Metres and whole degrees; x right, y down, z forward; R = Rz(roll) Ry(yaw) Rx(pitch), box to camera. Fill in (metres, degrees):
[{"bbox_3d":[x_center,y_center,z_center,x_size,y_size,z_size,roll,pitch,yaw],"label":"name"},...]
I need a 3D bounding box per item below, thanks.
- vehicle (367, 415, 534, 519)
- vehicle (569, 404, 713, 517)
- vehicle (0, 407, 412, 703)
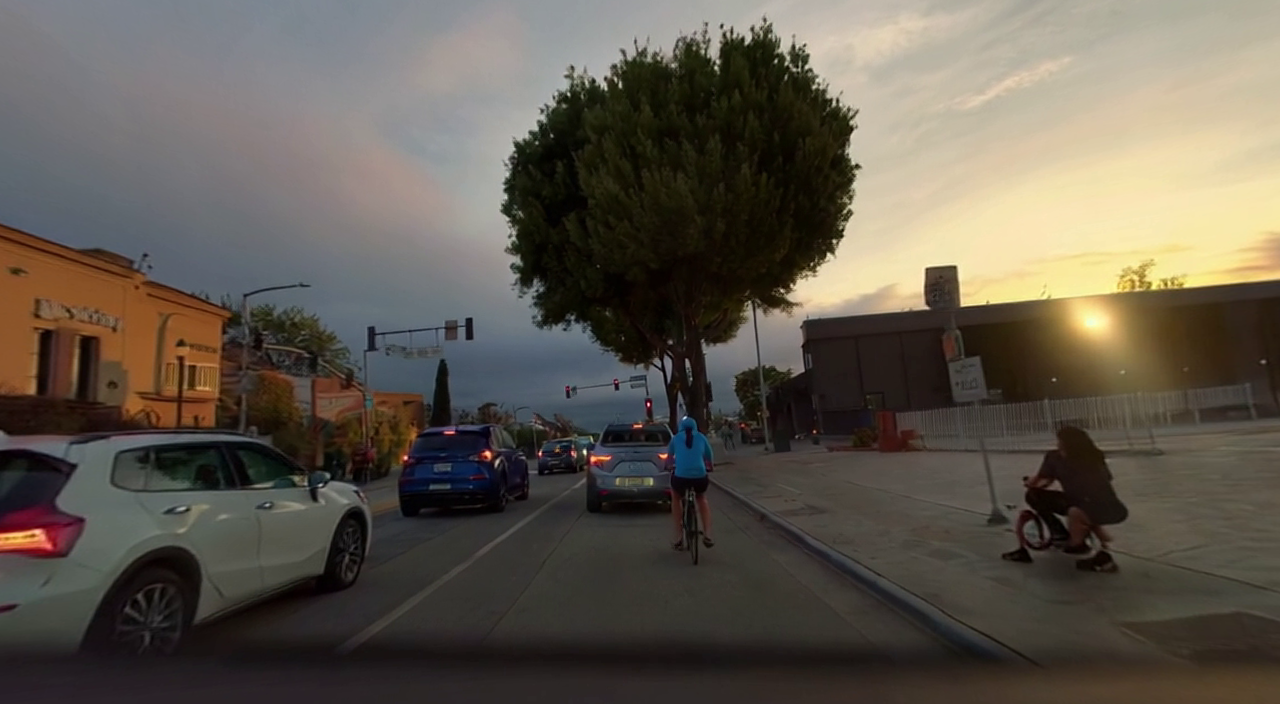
[{"bbox_3d":[-3.607,2.297,13.030,2.046,1.750,4.452,0,-9,0],"label":"vehicle"},{"bbox_3d":[-0.025,2.207,13.232,2.426,1.882,5.027,0,-9,-1],"label":"vehicle"},{"bbox_3d":[-3.586,1.298,4.860,2.064,1.486,4.140,0,-9,1],"label":"vehicle"}]
